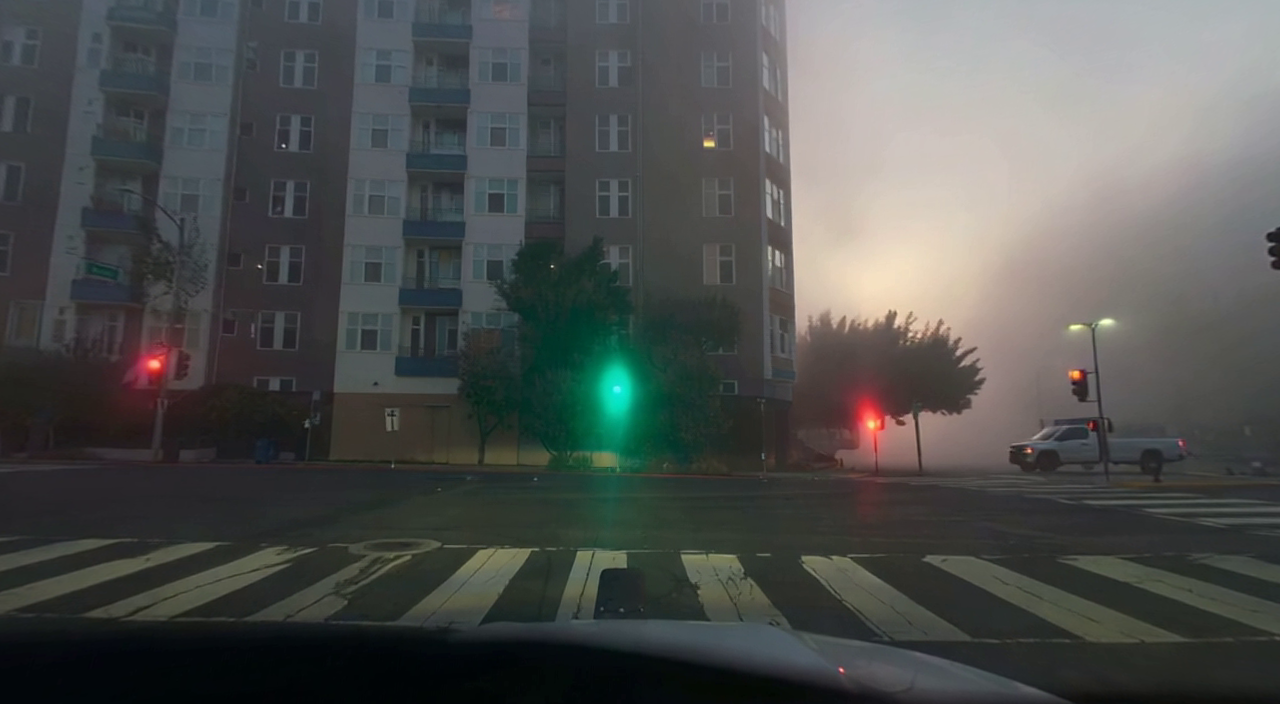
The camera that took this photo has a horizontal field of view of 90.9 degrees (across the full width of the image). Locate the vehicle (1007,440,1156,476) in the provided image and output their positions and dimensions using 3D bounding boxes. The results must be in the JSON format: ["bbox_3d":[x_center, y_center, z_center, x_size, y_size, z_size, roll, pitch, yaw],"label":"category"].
[{"bbox_3d":[18.571,4.468,26.689,4.823,1.458,1.914,0,-9,-1],"label":"vehicle"}]
